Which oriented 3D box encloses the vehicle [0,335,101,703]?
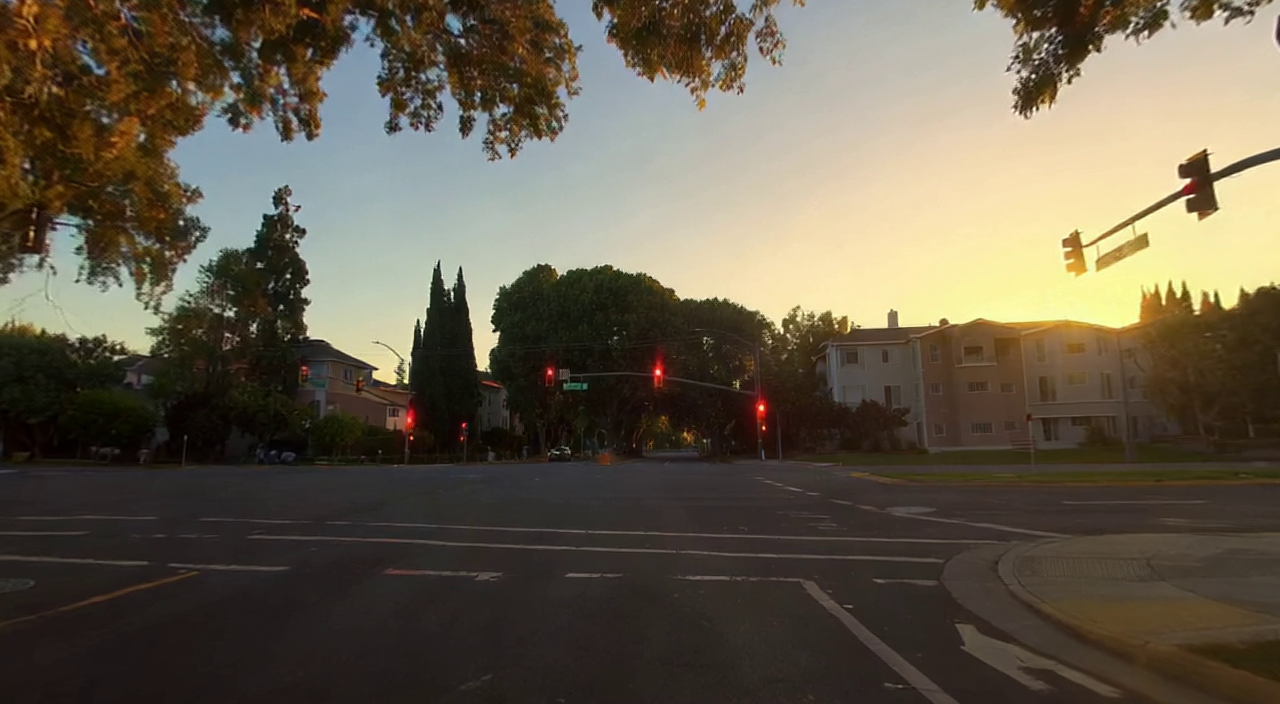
[{"bbox_3d":[-3.267,0.517,0.409,1.954,1.689,4.347,0,-8,0],"label":"vehicle"}]
